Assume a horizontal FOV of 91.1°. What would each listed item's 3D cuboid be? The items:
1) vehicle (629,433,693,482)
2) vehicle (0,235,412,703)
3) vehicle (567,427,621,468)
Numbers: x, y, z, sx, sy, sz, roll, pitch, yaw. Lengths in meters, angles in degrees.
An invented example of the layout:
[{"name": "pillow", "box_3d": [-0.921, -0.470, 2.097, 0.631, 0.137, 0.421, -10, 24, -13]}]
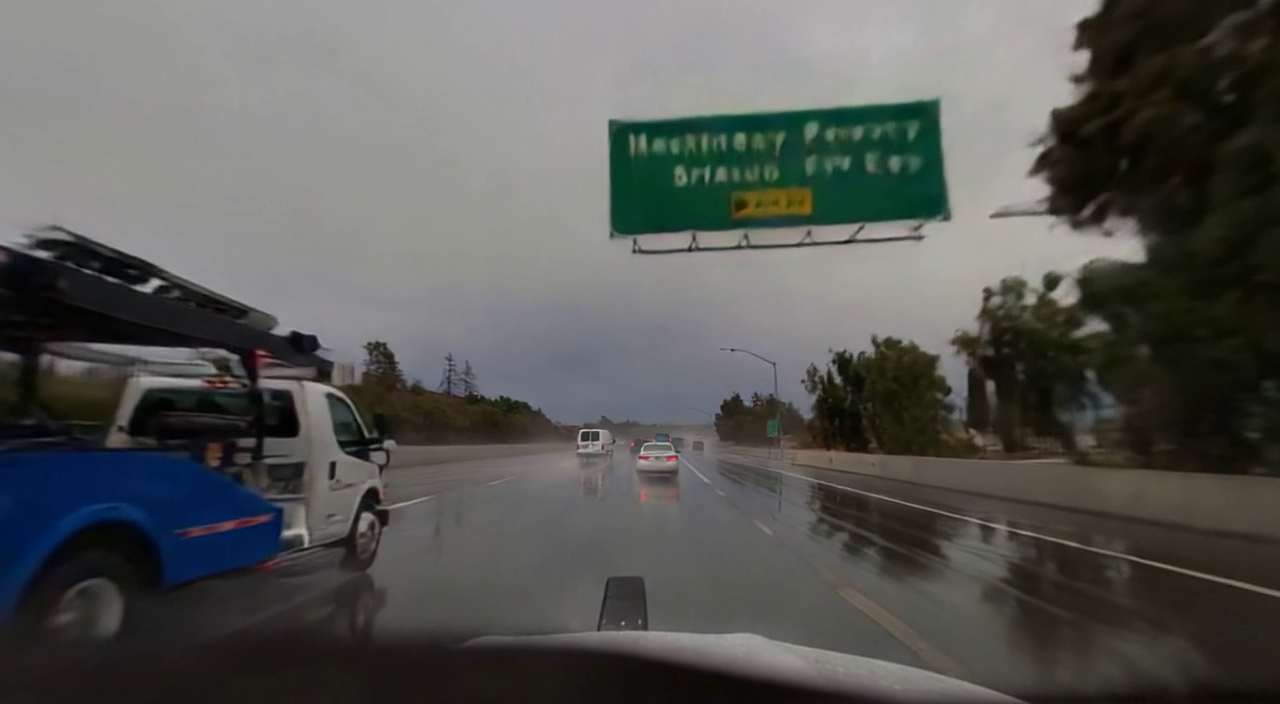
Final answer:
[{"name": "vehicle", "box_3d": [0.731, 3.922, 23.614, 2.165, 1.653, 4.456, 0, -8, 0]}, {"name": "vehicle", "box_3d": [-3.738, 0.806, 4.175, 2.292, 2.070, 5.532, 0, -8, 1]}, {"name": "vehicle", "box_3d": [-2.532, 5.440, 35.900, 2.526, 2.146, 5.594, 0, -8, 1]}]
